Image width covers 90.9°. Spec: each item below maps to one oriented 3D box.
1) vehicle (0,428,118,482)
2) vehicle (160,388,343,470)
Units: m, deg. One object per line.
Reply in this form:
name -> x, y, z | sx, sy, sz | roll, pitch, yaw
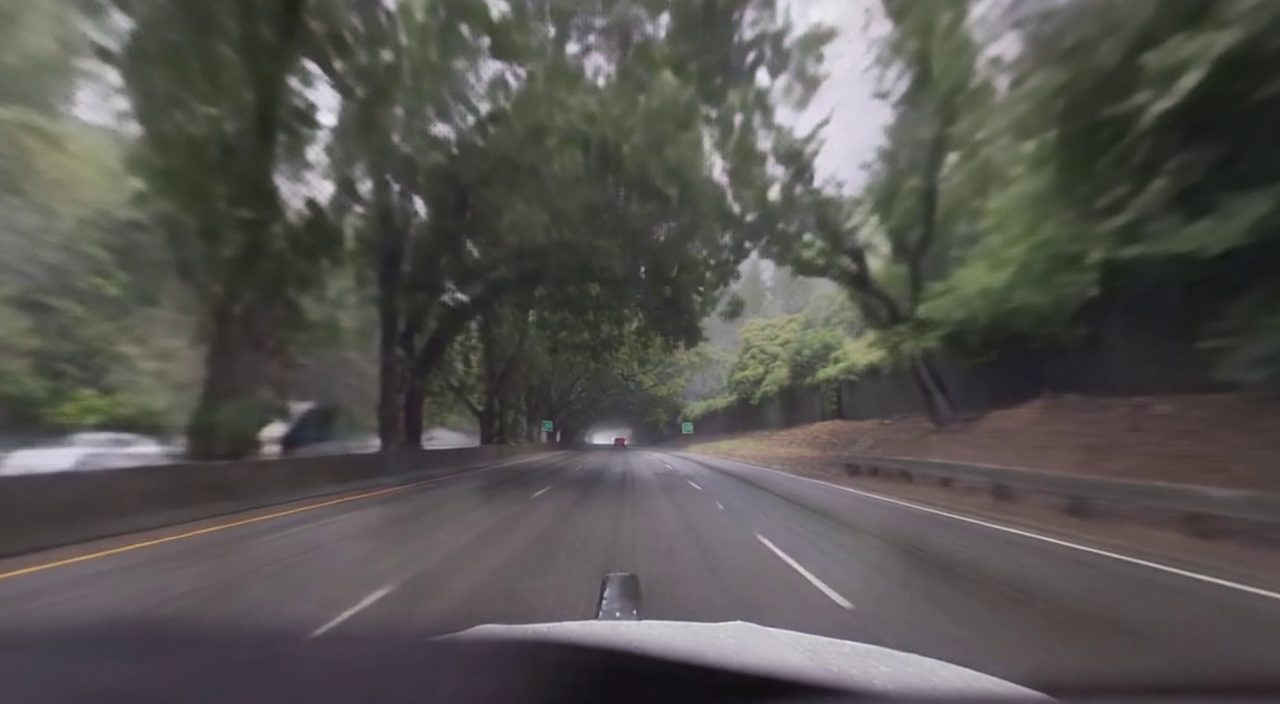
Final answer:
vehicle -> -17.574, 2.943, 18.352 | 1.651, 1.406, 3.654 | 0, -7, -2
vehicle -> -13.116, 2.714, 22.066 | 2.231, 2.431, 6.581 | 0, -8, -1
